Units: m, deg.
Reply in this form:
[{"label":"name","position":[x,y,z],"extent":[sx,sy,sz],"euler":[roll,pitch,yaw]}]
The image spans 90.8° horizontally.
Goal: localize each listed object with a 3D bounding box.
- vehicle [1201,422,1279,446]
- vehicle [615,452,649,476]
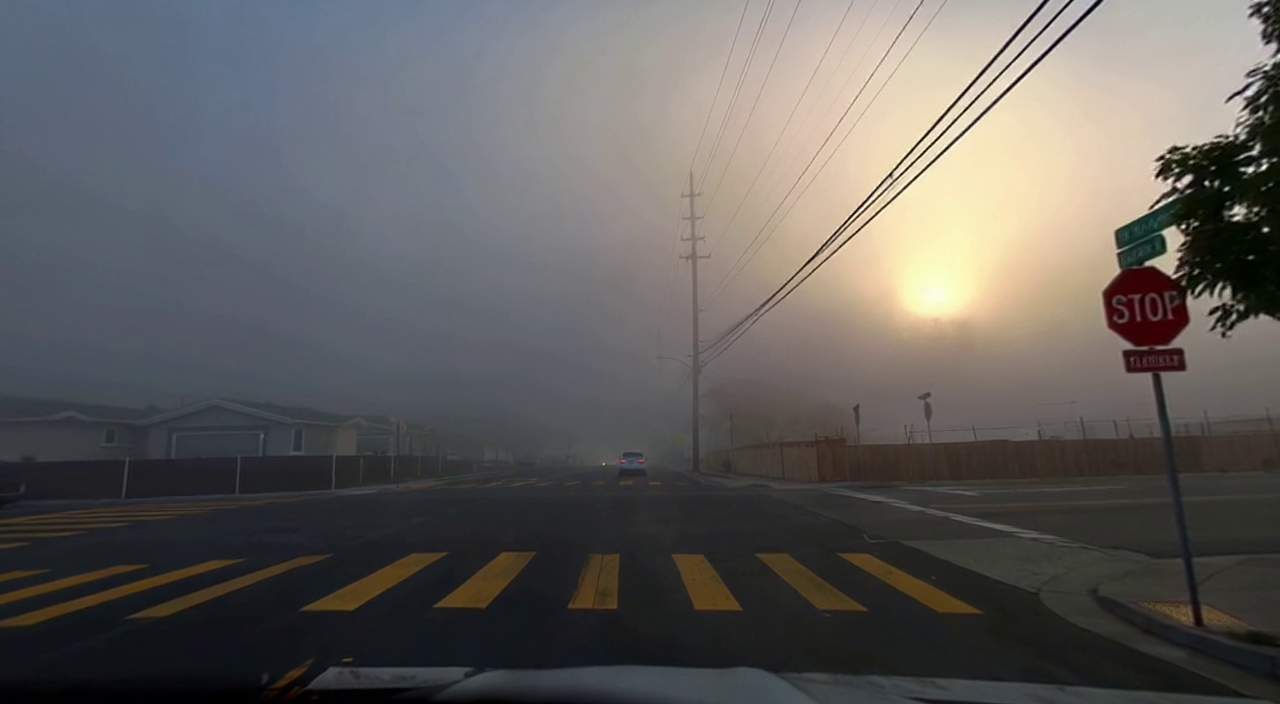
[{"label":"vehicle","position":[44.582,6.032,46.200],"extent":[2.251,1.596,5.193],"euler":[-1,-8,0]},{"label":"vehicle","position":[-0.487,7.294,41.384],"extent":[2.064,1.477,3.968],"euler":[0,-9,0]}]
